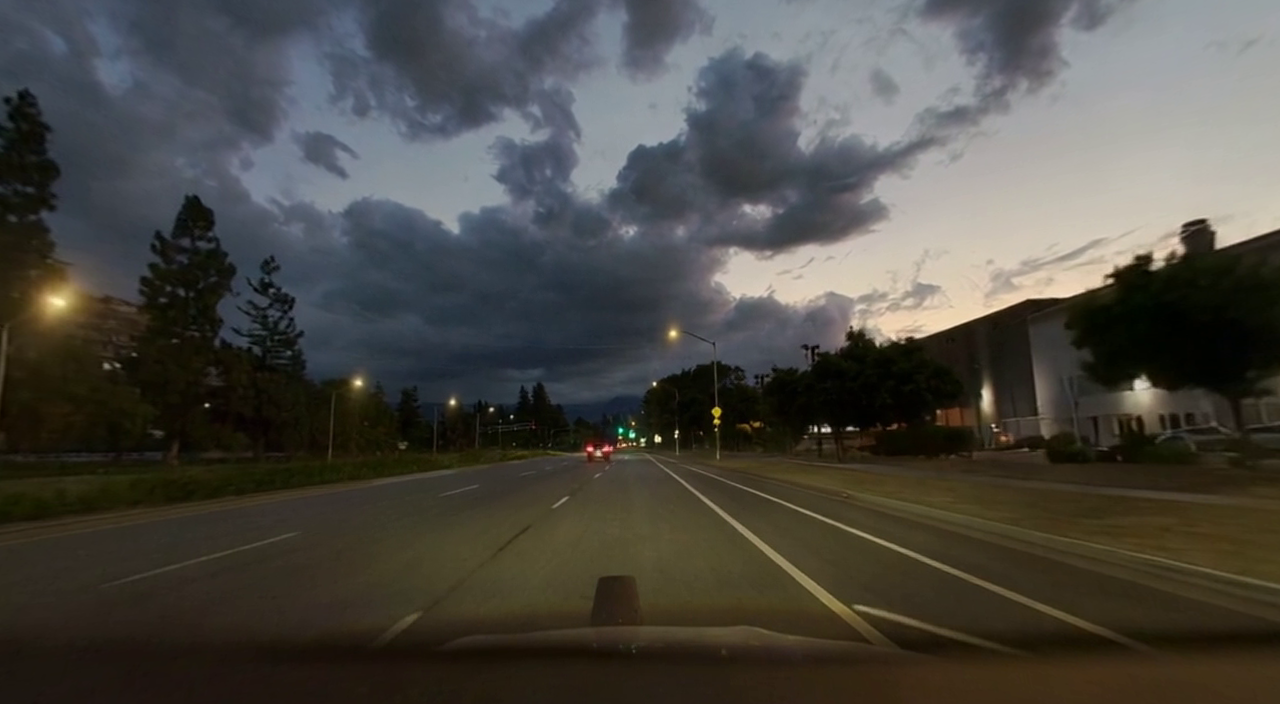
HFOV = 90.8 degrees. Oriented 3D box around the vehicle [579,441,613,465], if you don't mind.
[{"bbox_3d":[-3.120,7.267,45.515,2.121,1.654,3.993,0,-8,0],"label":"vehicle"}]
